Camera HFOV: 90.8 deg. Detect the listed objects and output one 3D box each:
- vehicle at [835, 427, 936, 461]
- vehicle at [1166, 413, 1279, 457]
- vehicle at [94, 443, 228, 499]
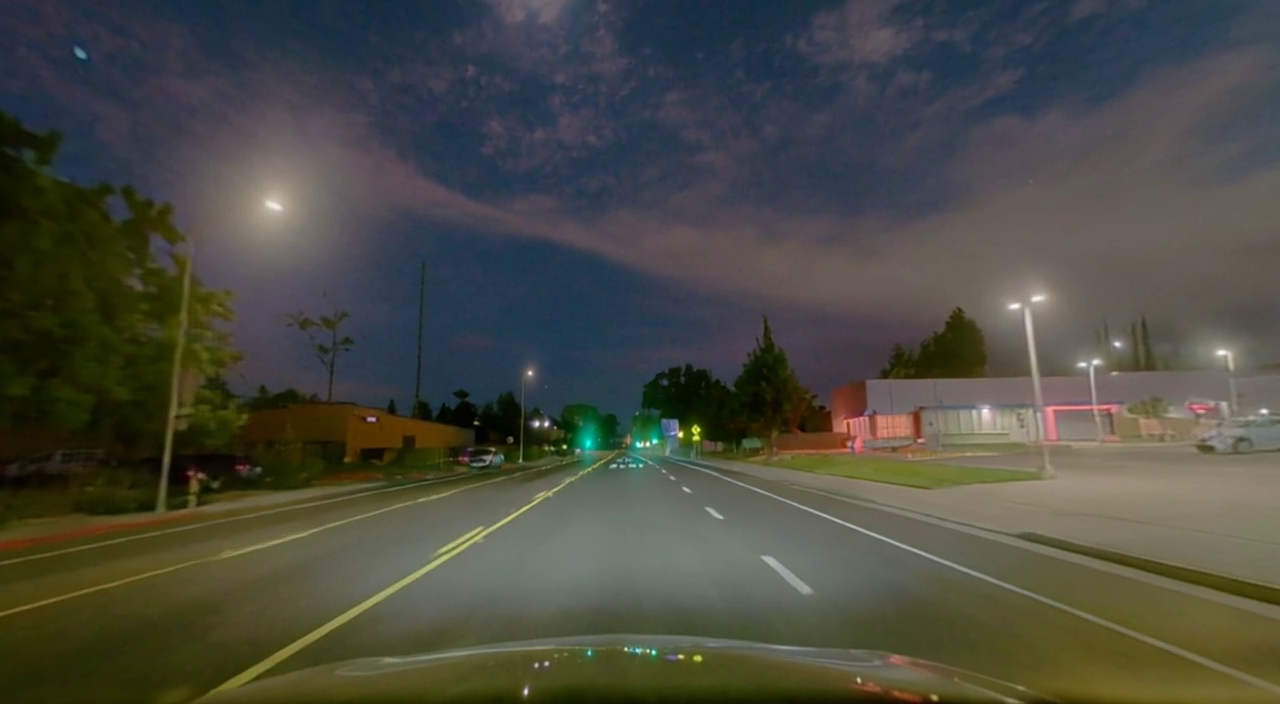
[{"bbox_3d":[12.678,4.761,32.685,4.554,1.668,1.974,-4,-9,28],"label":"vehicle"},{"bbox_3d":[22.267,3.122,23.697,4.750,1.505,1.928,4,-9,-25],"label":"vehicle"},{"bbox_3d":[-16.600,4.045,21.881,4.311,1.746,1.984,-5,-9,29],"label":"vehicle"}]
